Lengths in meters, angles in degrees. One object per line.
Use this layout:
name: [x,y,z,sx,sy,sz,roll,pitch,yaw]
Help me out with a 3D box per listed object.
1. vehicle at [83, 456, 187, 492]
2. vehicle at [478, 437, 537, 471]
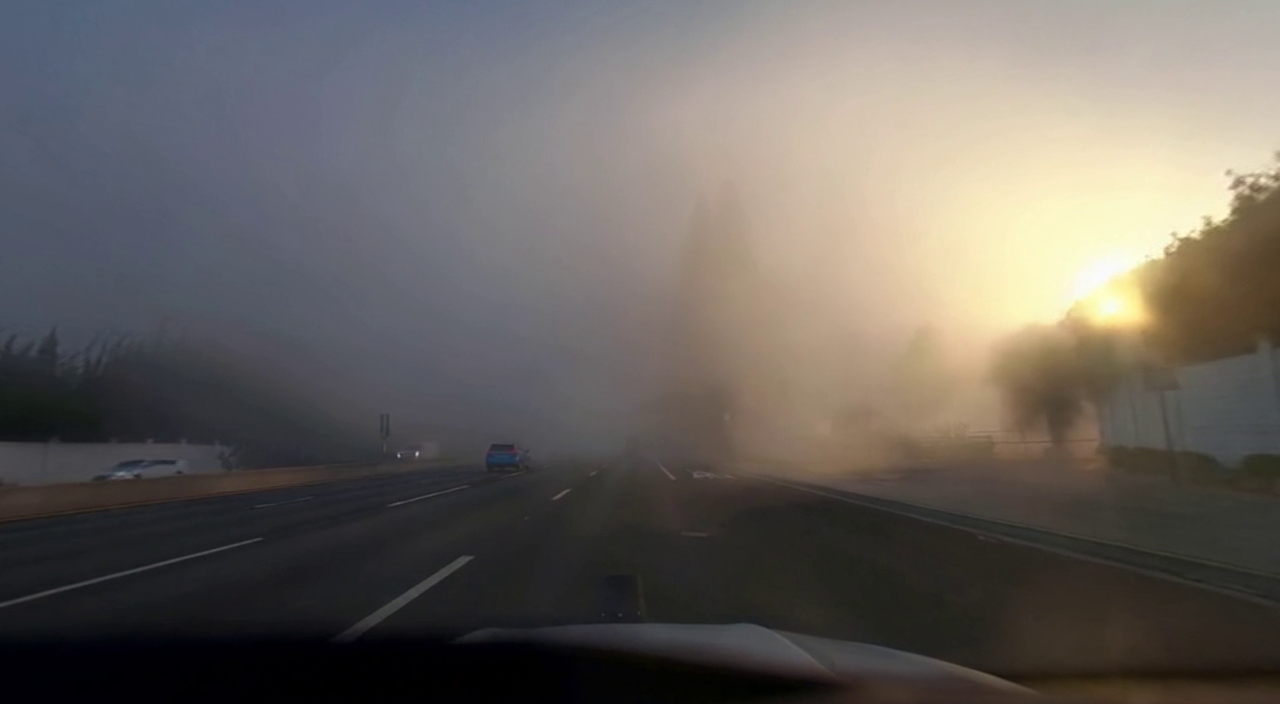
vehicle: [-27.320,6.558,34.417,1.958,1.712,4.643,0,-8,-2]
vehicle: [-7.175,5.592,34.761,2.115,1.711,4.722,0,-8,2]
